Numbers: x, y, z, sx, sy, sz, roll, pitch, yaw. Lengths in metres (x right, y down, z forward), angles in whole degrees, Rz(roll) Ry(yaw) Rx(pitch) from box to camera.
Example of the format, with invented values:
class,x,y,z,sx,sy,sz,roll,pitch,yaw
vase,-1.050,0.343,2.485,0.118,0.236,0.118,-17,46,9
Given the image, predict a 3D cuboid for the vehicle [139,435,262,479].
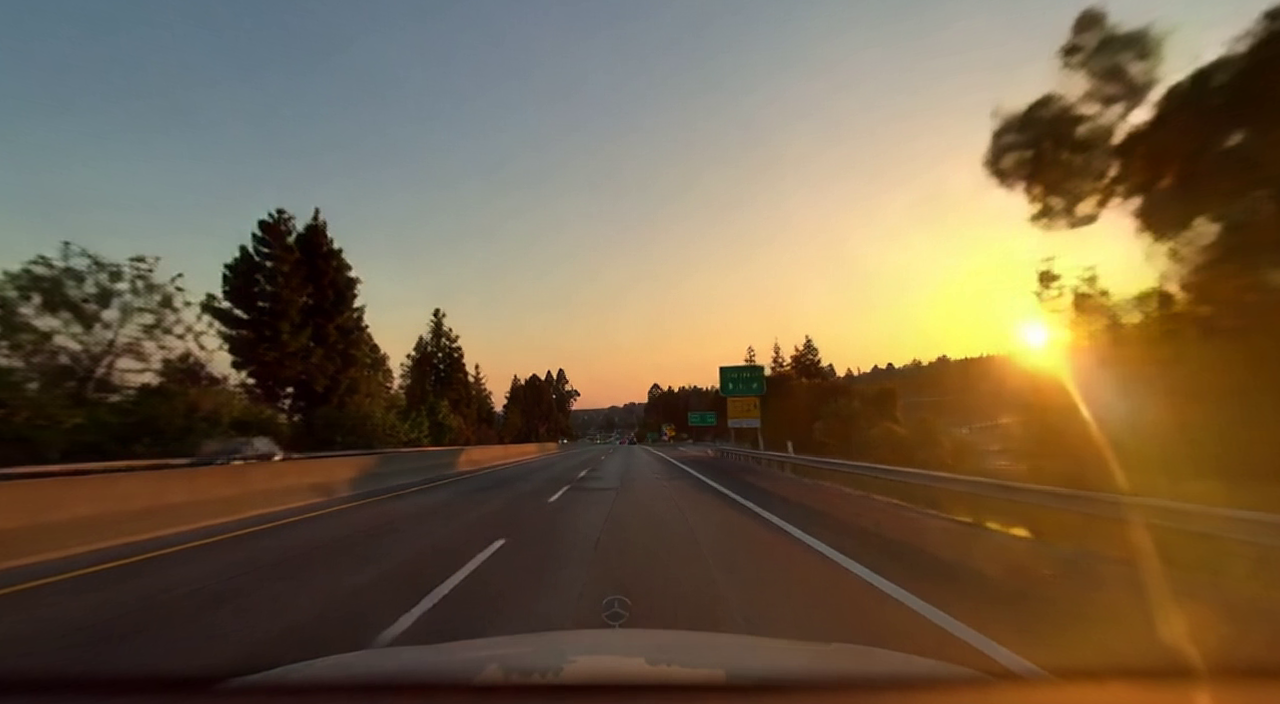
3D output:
class,x,y,z,sx,sy,sz,roll,pitch,yaw
vehicle,-16.549,3.931,24.007,1.736,1.495,4.113,0,-8,-1
